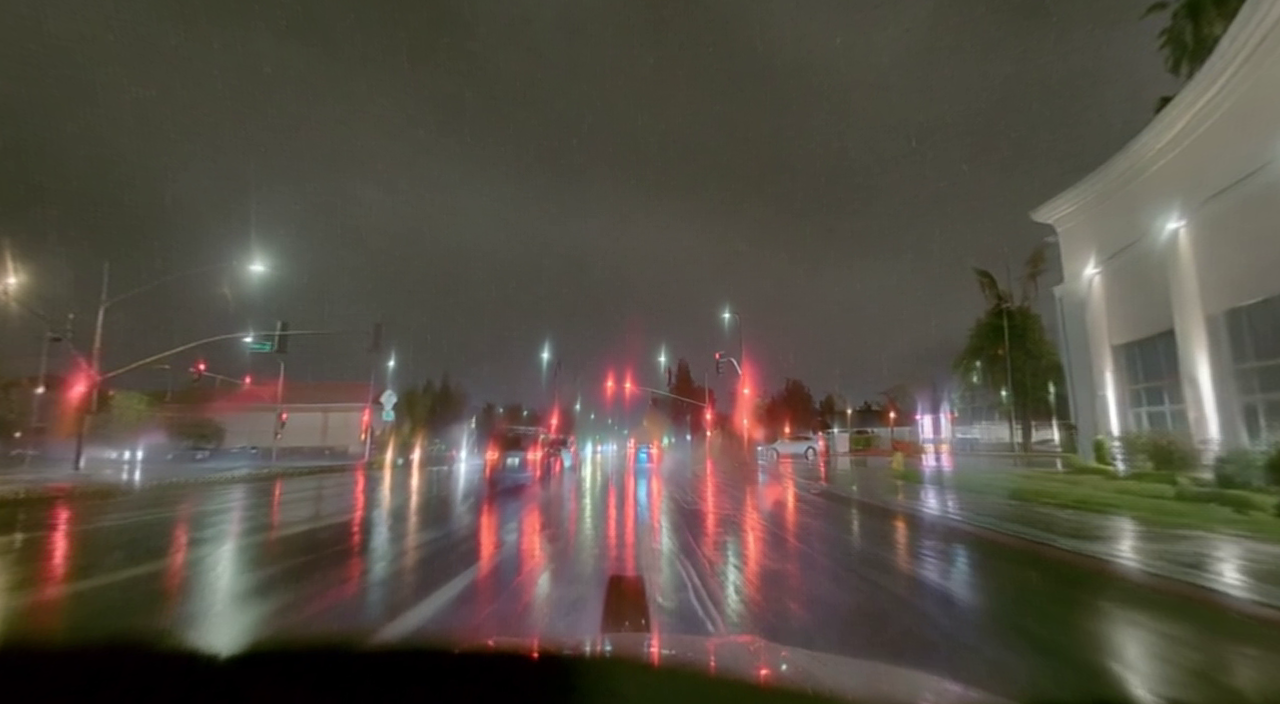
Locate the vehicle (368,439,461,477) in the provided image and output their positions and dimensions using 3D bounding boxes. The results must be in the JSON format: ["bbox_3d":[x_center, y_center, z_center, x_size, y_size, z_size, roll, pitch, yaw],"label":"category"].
[{"bbox_3d":[-9.563,4.523,27.140,2.096,1.474,4.585,-1,-9,3],"label":"vehicle"}]

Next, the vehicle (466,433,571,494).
[{"bbox_3d":[-3.308,3.139,18.096,2.029,1.517,4.375,0,-9,2],"label":"vehicle"}]

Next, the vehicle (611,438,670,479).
[{"bbox_3d":[0.099,4.353,26.099,2.258,1.507,3.896,-1,-8,3],"label":"vehicle"}]
